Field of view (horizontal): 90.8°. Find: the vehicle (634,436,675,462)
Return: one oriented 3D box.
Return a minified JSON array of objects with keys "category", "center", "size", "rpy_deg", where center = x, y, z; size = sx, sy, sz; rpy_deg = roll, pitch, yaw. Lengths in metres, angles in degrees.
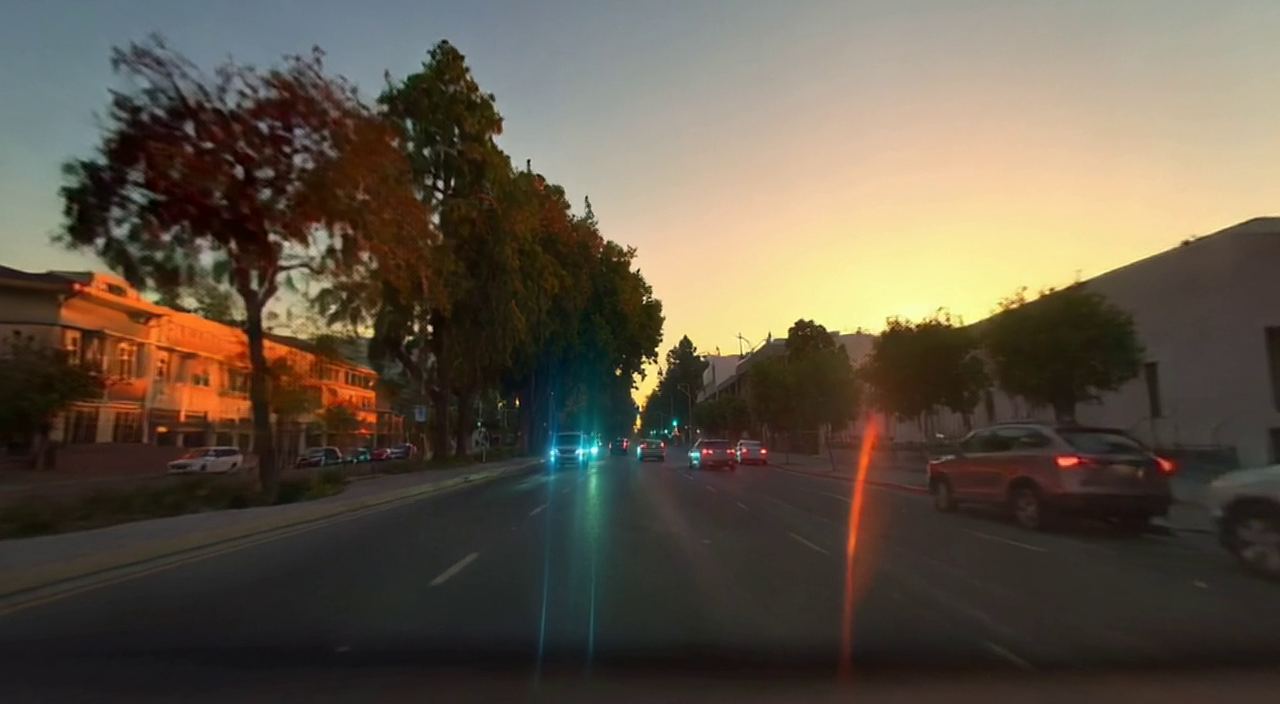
[{"category":"vehicle","center":[0.876,6.233,40.673],"size":[2.201,1.589,3.843],"rpy_deg":[0,-8,-5]}]

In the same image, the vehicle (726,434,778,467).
[{"category":"vehicle","center":[6.314,5.619,36.071],"size":[2.164,1.727,3.955],"rpy_deg":[0,-8,-1]}]

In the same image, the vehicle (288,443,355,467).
[{"category":"vehicle","center":[-22.460,7.286,44.758],"size":[2.111,1.554,5.163],"rpy_deg":[0,-8,-1]}]

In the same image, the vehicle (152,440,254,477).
[{"category":"vehicle","center":[-22.284,5.427,32.492],"size":[1.996,1.767,4.613],"rpy_deg":[0,-8,-1]}]

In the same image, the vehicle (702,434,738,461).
[{"category":"vehicle","center":[5.921,7.157,47.460],"size":[1.997,1.943,4.409],"rpy_deg":[0,-8,-1]}]

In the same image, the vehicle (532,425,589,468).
[{"category":"vehicle","center":[-3.842,4.715,31.479],"size":[2.223,1.957,4.845],"rpy_deg":[0,-8,0]}]

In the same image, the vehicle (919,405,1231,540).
[{"category":"vehicle","center":[6.984,1.981,10.948],"size":[2.216,1.847,4.321],"rpy_deg":[0,-8,-1]}]
